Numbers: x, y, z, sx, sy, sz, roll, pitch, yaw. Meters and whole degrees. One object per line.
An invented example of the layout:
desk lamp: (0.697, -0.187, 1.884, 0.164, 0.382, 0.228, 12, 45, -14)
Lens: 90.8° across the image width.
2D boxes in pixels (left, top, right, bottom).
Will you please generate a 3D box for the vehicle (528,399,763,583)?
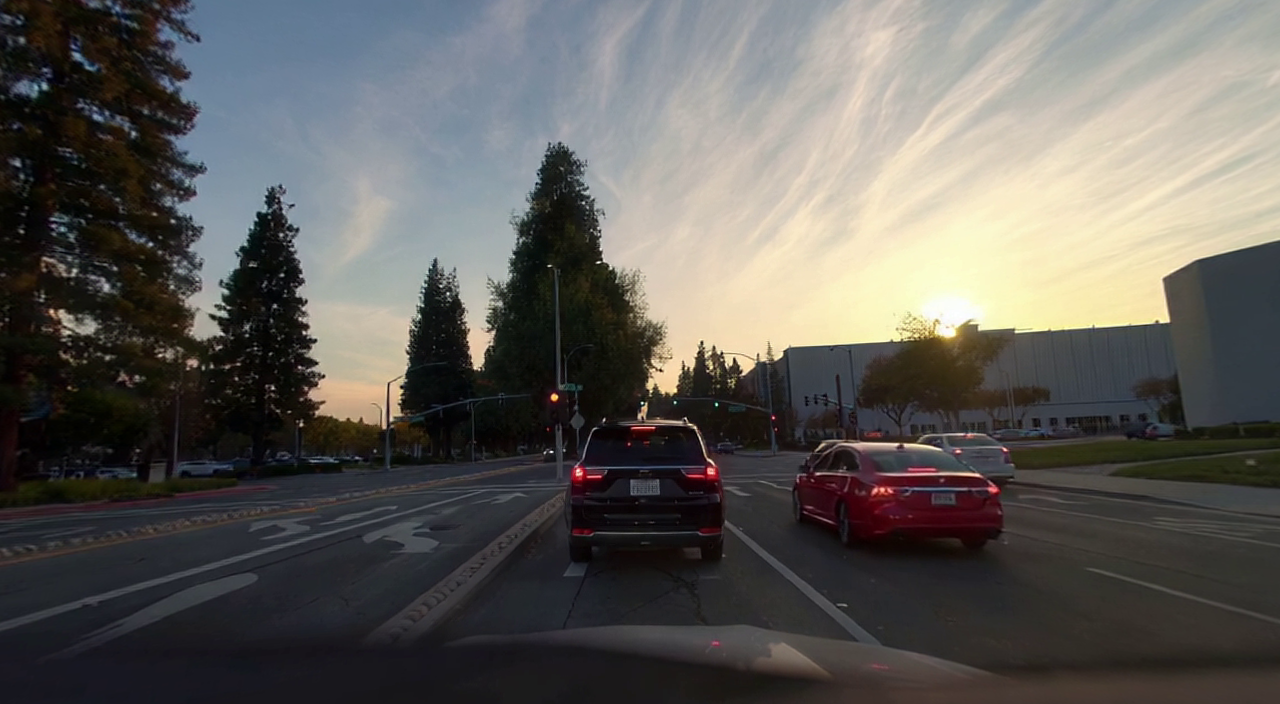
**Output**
vehicle: (0.055, 1.656, 8.254, 2.266, 1.762, 4.131, 0, -9, 0)

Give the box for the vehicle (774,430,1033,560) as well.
vehicle: (3.508, 1.985, 9.504, 1.997, 1.471, 4.321, 0, -9, 0)
